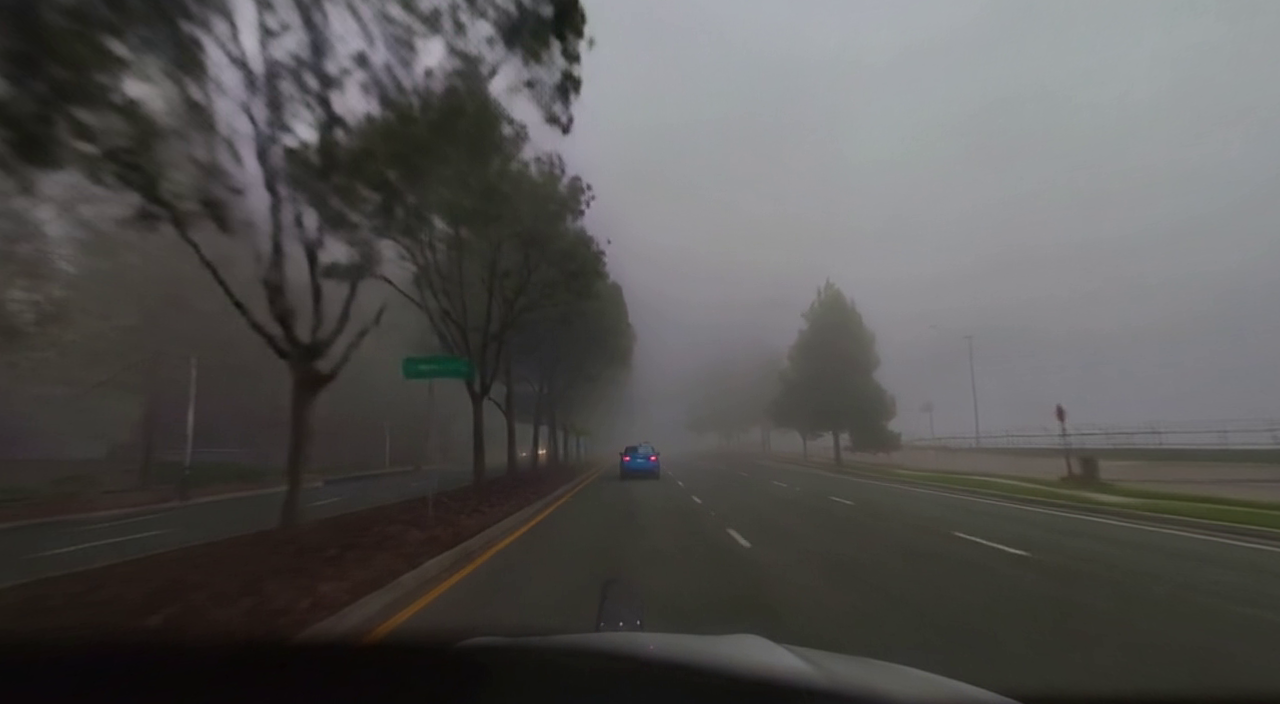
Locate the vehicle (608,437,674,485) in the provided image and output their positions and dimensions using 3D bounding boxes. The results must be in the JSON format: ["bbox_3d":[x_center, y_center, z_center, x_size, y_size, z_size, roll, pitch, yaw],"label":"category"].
[{"bbox_3d":[-0.007,3.730,21.990,2.042,1.479,4.601,0,-8,-1],"label":"vehicle"}]
